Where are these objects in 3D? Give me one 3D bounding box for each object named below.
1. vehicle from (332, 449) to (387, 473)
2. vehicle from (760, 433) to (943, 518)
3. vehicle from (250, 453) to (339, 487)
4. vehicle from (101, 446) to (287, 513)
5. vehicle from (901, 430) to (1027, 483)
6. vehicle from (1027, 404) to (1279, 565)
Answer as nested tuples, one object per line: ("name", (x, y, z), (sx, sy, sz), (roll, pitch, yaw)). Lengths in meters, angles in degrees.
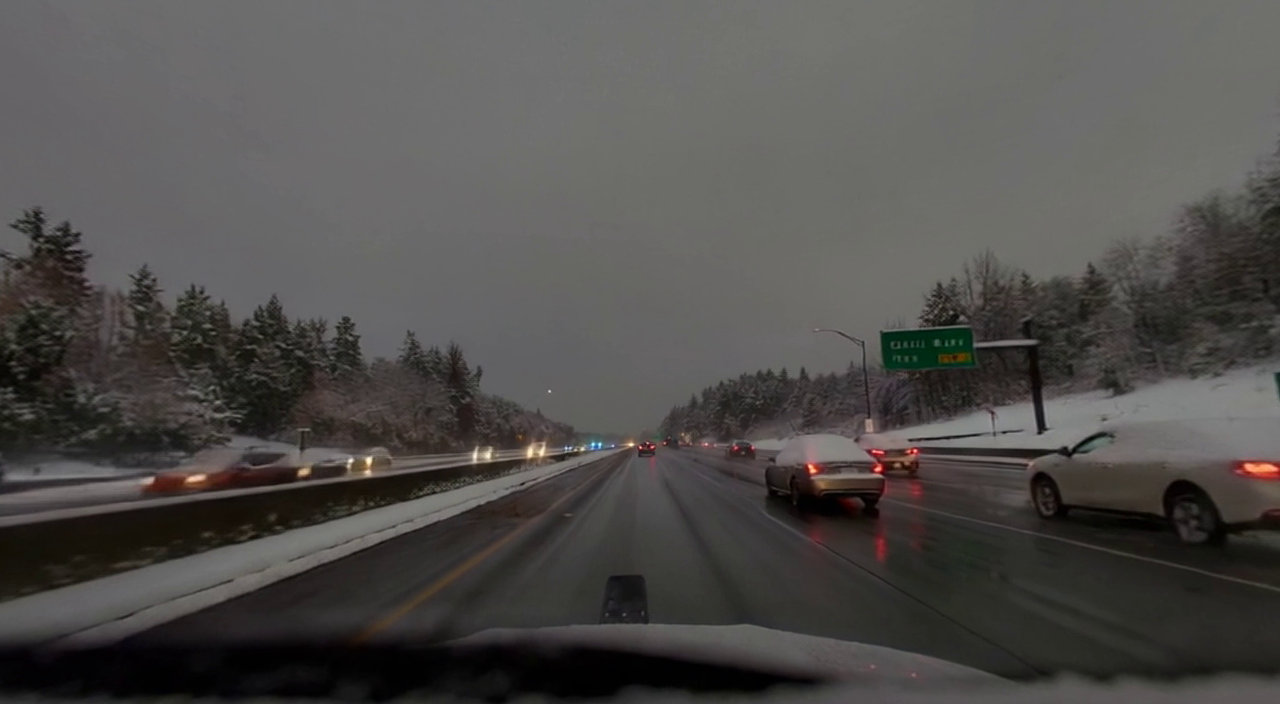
("vehicle", (-21.483, 8.338, 48.542), (2.117, 1.716, 4.533), (0, -8, 0))
("vehicle", (4.261, 2.577, 13.845), (2.223, 1.483, 5.075), (0, -8, 0))
("vehicle", (-16.926, 5.798, 31.207), (1.854, 1.465, 4.484), (0, -8, 0))
("vehicle", (-12.934, 3.664, 18.801), (2.123, 1.698, 4.656), (0, -8, 0))
("vehicle", (11.508, 3.735, 22.868), (1.954, 1.685, 4.935), (0, -8, 0))
("vehicle", (7.761, 1.691, 8.689), (1.966, 1.686, 4.532), (0, -8, 0))
